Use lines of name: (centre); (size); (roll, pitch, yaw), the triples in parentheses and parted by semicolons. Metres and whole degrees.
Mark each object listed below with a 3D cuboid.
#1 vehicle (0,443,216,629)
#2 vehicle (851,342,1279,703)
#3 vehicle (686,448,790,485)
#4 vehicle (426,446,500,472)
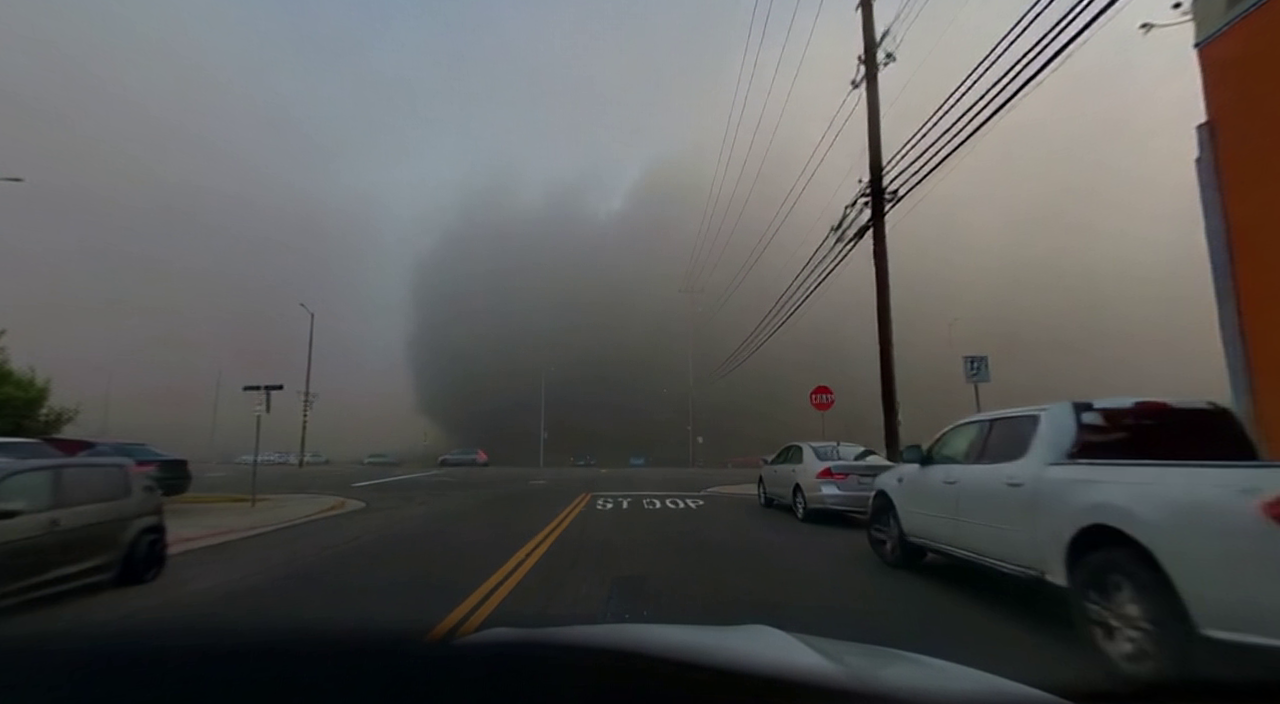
vehicle: (-6.084, 1.589, 5.758); (1.820, 1.482, 3.737); (0, -9, -1)
vehicle: (3.706, 1.223, 5.161); (2.178, 1.856, 4.756); (2, -7, -3)
vehicle: (4.378, 4.964, 27.685); (4.645, 1.464, 2.033); (8, -12, -42)
vehicle: (-12.637, 7.670, 45.189); (4.689, 1.803, 1.958); (0, -9, -2)
